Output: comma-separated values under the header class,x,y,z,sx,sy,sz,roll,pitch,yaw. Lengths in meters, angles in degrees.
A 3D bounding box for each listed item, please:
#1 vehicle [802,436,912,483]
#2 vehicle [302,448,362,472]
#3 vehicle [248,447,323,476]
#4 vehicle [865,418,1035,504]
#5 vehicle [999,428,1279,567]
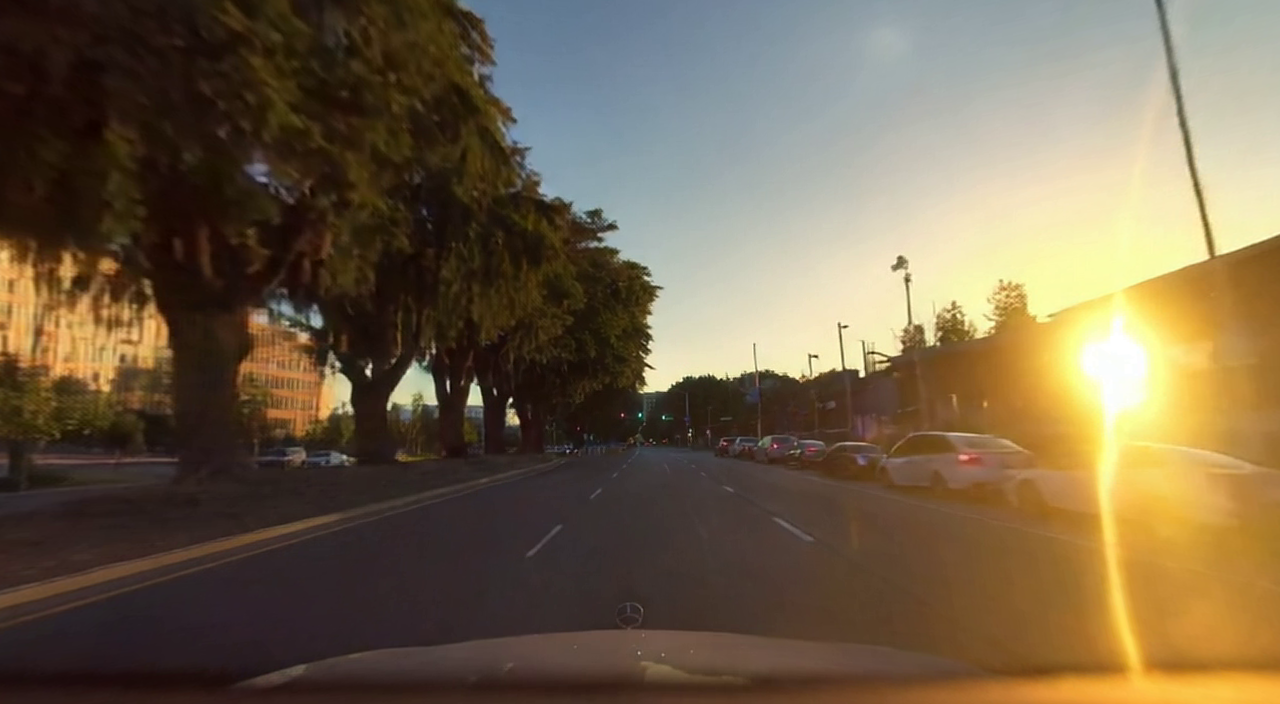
class,x,y,z,sx,sy,sz,roll,pitch,yaw
vehicle,7.507,3.757,22.466,2.196,1.471,4.999,0,-8,0
vehicle,-21.621,7.545,44.503,1.909,1.495,4.786,-1,-8,0
vehicle,-21.779,6.704,38.986,1.968,1.615,4.591,0,-8,1
vehicle,7.491,2.677,15.915,1.908,1.833,4.711,0,-8,1
vehicle,7.537,1.907,9.187,1.834,1.494,4.633,0,-8,0
